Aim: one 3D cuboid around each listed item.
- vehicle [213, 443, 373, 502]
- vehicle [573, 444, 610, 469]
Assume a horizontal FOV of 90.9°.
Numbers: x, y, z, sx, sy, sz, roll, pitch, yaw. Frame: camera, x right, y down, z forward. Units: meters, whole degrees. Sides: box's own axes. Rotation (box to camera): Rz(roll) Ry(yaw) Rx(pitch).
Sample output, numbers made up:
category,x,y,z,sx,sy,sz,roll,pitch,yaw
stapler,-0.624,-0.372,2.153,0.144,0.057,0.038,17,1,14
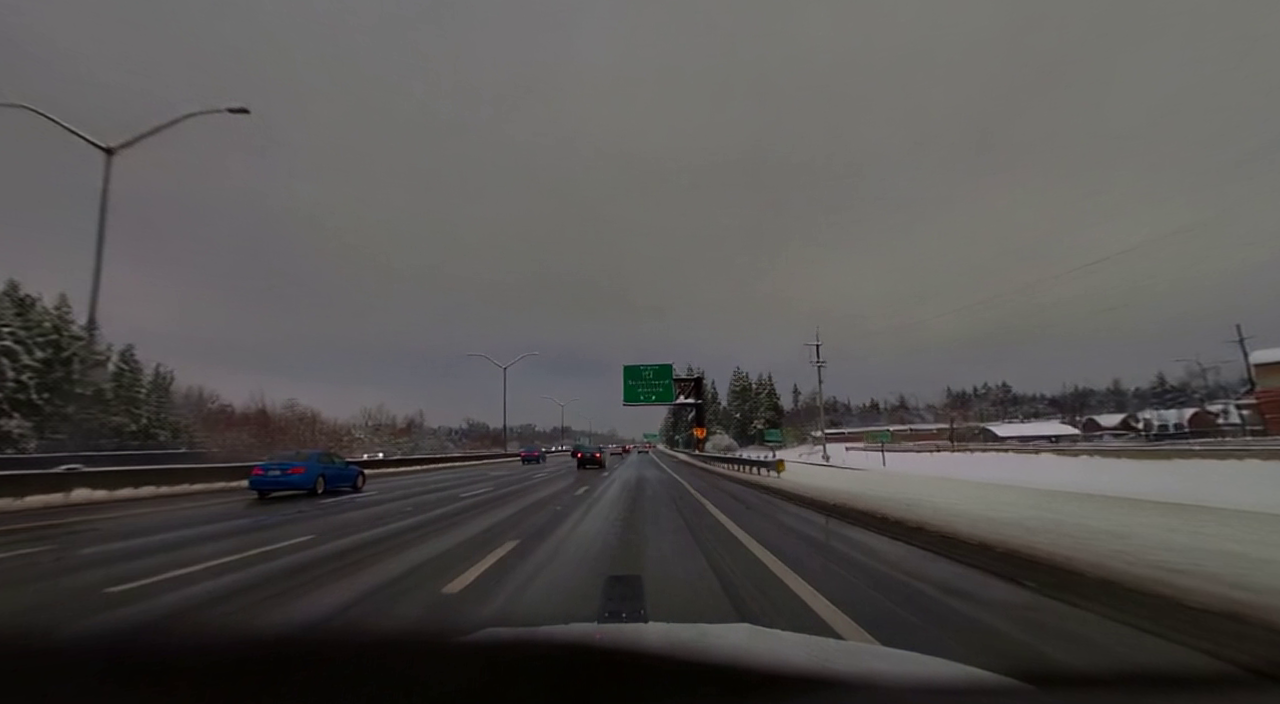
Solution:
category,x,y,z,sx,sy,sz,roll,pitch,yaw
vehicle,-10.149,3.517,19.021,2.002,1.526,4.822,0,-8,1
vehicle,-3.155,6.874,41.726,2.050,1.479,4.342,0,-8,0
